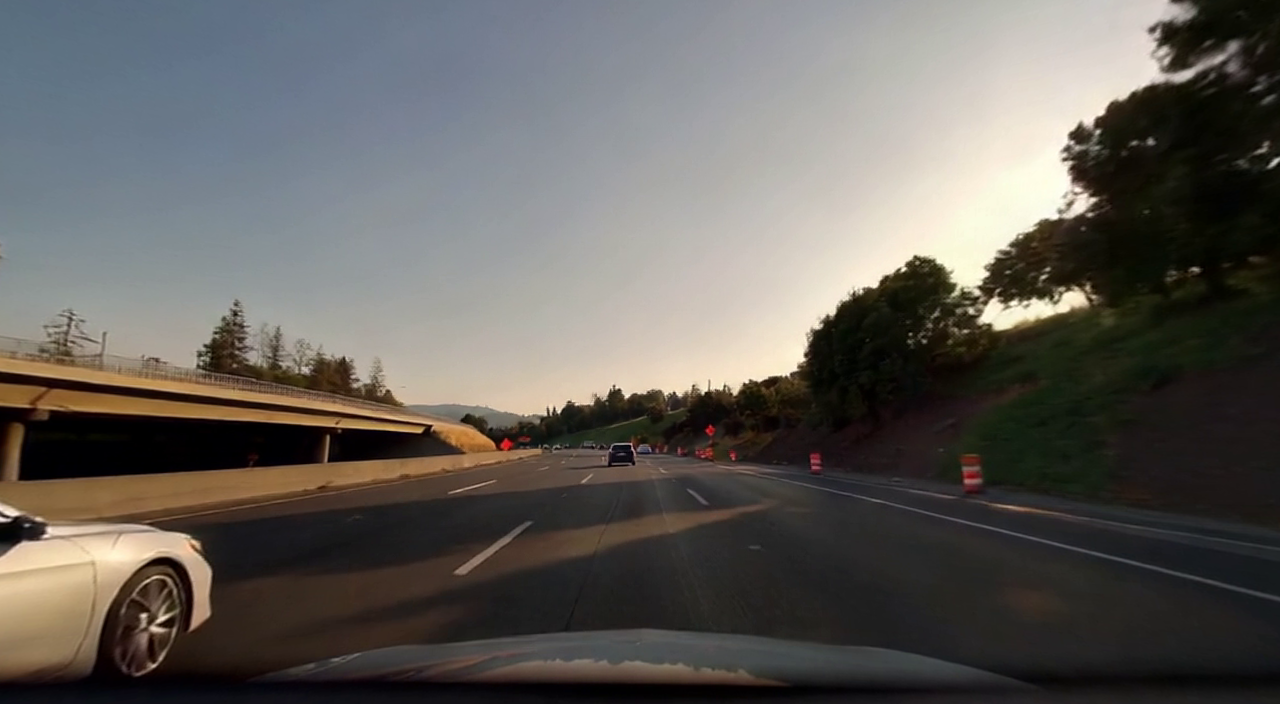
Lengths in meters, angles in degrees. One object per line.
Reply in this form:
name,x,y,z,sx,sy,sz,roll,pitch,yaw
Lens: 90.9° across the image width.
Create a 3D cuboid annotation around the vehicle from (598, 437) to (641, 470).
vehicle,-1.256,5.943,37.229,2.328,1.805,4.502,0,-8,-3
